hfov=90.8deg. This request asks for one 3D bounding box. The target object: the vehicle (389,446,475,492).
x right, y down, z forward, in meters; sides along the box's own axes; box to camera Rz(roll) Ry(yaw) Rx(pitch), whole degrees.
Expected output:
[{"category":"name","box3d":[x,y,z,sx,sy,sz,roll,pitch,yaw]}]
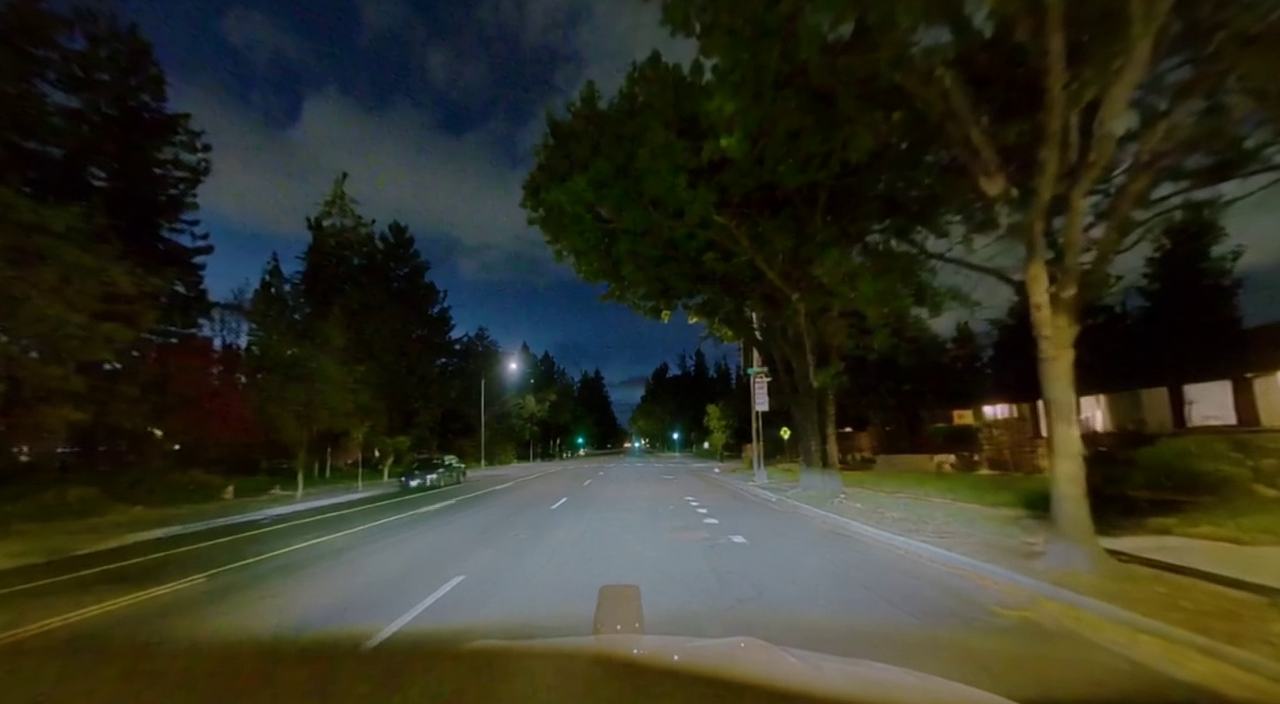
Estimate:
[{"category":"vehicle","box3d":[-7.911,4.470,24.447,1.880,1.469,4.221,-4,-9,0]}]
